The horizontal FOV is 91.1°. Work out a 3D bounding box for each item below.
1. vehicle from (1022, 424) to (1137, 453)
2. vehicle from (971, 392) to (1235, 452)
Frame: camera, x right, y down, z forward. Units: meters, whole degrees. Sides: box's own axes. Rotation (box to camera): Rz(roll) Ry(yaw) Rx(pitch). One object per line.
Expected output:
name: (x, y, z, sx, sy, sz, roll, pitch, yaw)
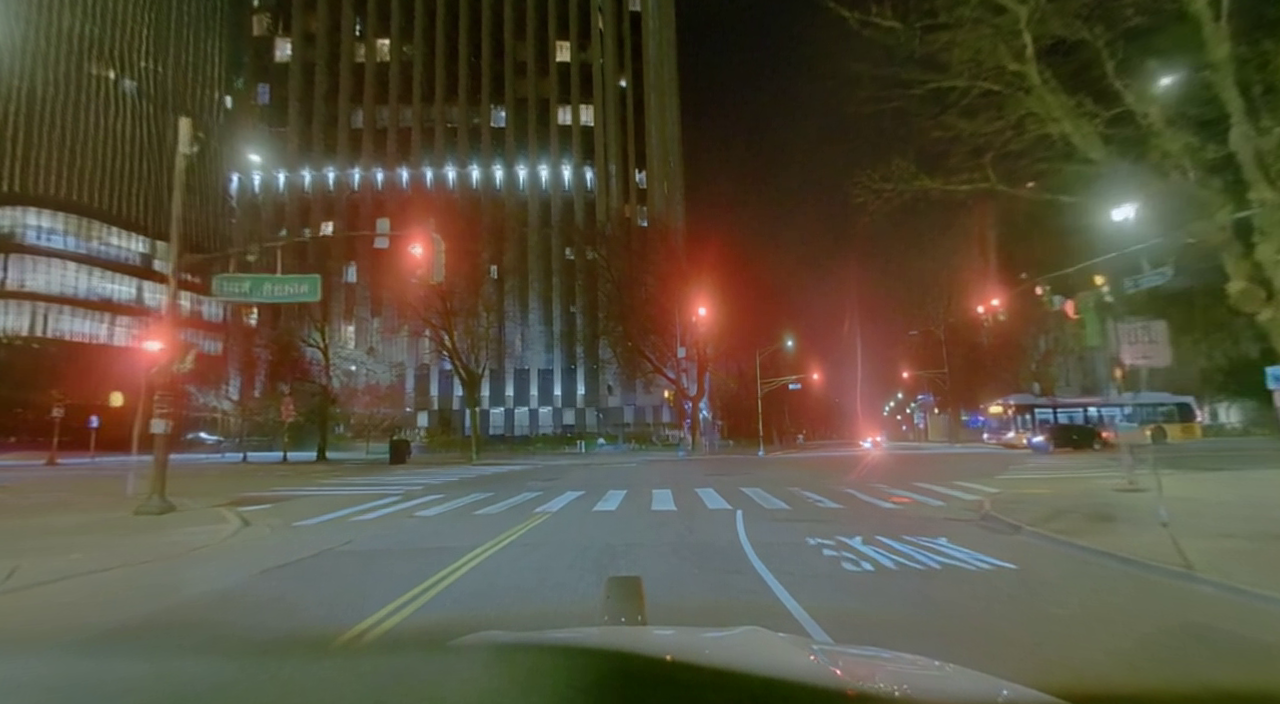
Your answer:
vehicle: (22.626, 4.492, 32.436, 4.538, 1.461, 1.805, 0, -9, 0)
vehicle: (26.505, 4.099, 36.421, 12.822, 3.296, 3.033, 0, -9, -1)
